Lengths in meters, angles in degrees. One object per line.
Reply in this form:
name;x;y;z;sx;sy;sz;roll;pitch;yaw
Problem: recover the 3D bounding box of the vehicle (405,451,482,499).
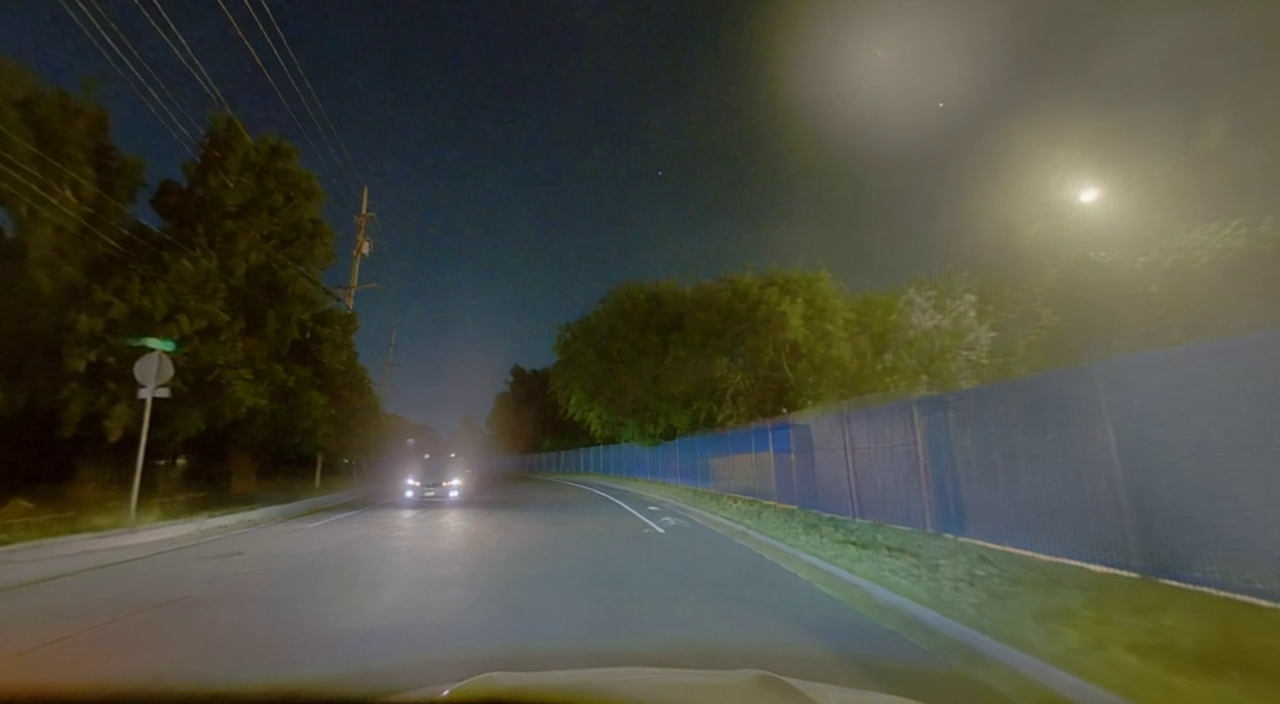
vehicle;-6.875;4.320;22.624;2.034;1.479;4.521;1;-9;-10
